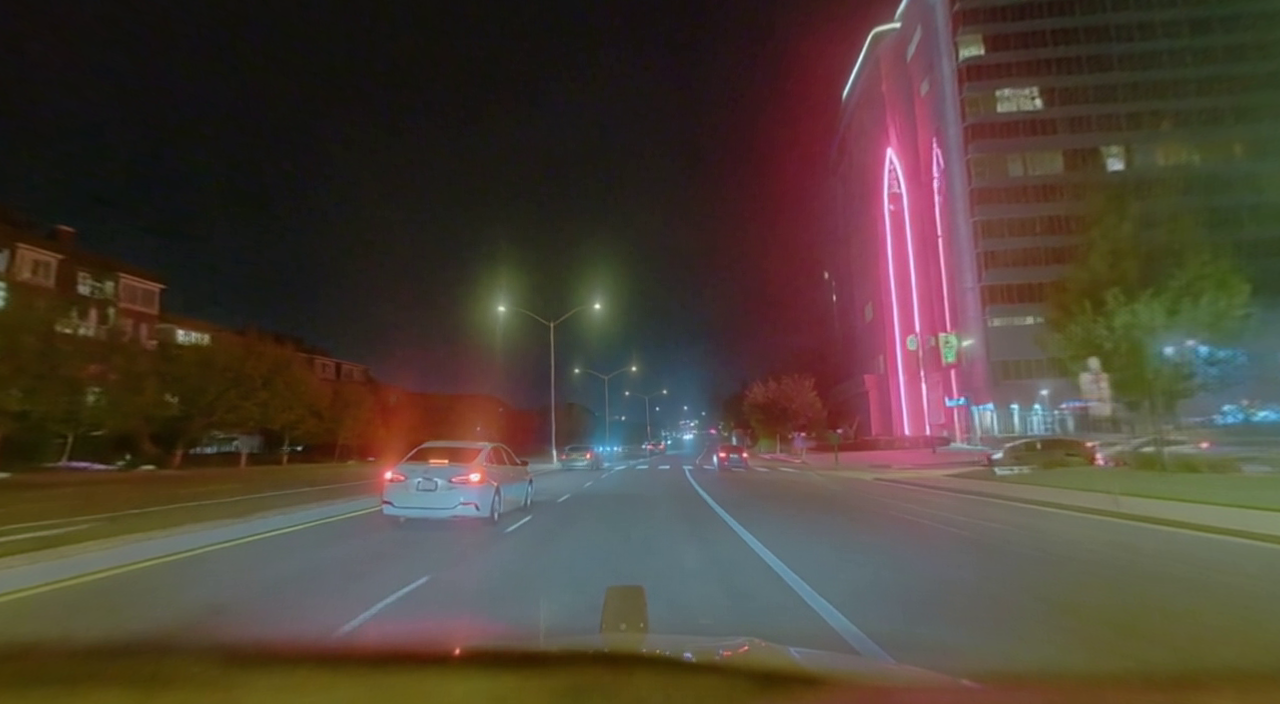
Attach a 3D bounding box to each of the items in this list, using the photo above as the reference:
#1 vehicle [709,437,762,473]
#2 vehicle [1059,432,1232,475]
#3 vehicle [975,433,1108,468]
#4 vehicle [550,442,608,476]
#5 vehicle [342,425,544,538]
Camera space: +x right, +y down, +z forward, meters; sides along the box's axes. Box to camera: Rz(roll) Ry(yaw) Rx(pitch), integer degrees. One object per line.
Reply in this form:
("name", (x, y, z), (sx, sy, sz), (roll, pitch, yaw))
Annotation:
("vehicle", (4.758, 5.191, 32.049), (2.103, 1.699, 4.171), (0, -8, 1))
("vehicle", (18.519, 3.736, 23.279), (4.502, 1.454, 2.129), (0, -8, 1))
("vehicle", (18.357, 4.523, 28.986), (4.583, 1.491, 2.192), (0, -8, -1))
("vehicle", (-2.722, 4.897, 29.105), (1.980, 1.454, 4.226), (-1, -8, 3))
("vehicle", (-3.134, 2.166, 11.202), (2.118, 1.568, 4.436), (0, -8, 1))
